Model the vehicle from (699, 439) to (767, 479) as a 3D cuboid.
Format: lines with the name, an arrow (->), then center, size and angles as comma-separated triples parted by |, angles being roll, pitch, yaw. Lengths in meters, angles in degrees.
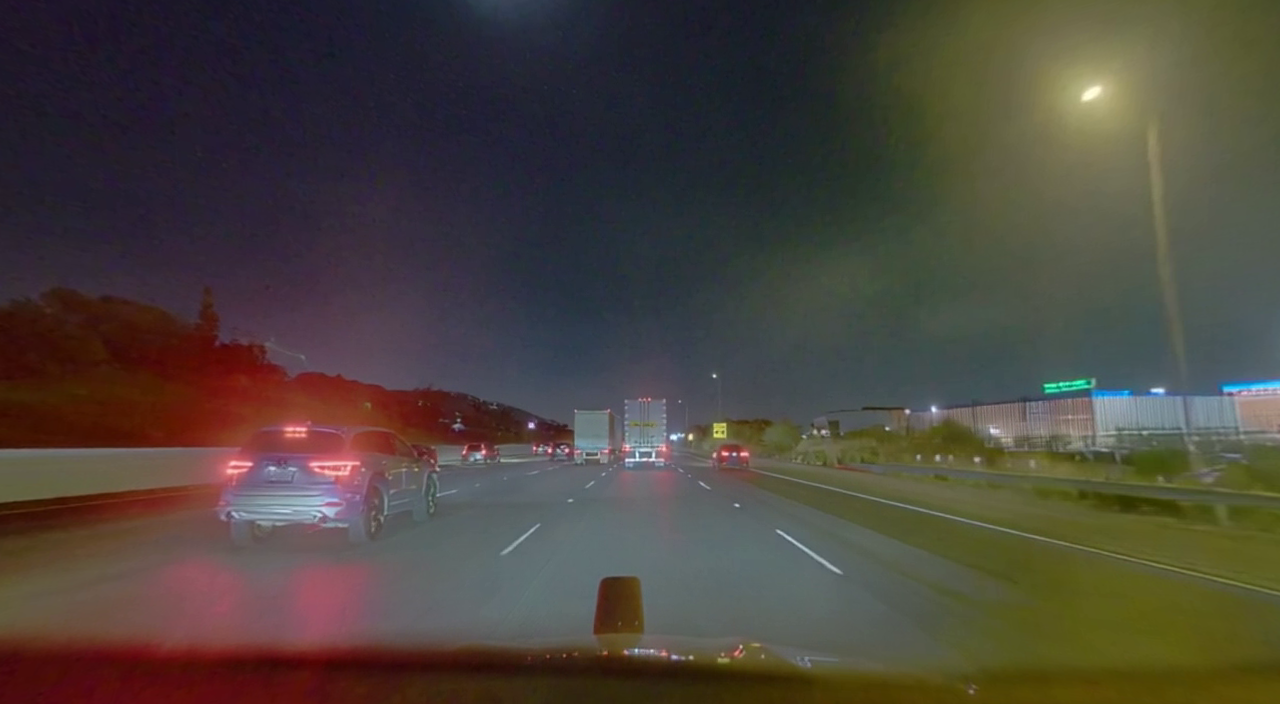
vehicle -> 3.660, 4.281, 25.569 | 2.006, 1.452, 4.246 | 0, -9, -1

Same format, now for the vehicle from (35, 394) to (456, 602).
vehicle -> -4.012, 1.563, 7.622 | 2.122, 1.754, 4.379 | 0, -9, 2

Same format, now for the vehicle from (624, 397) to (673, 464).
vehicle -> 0.514, 5.584, 43.920 | 2.969, 4.104, 10.906 | 0, -9, 0

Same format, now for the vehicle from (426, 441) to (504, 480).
vehicle -> -7.155, 4.482, 26.365 | 1.891, 1.460, 4.506 | 0, -9, 1
